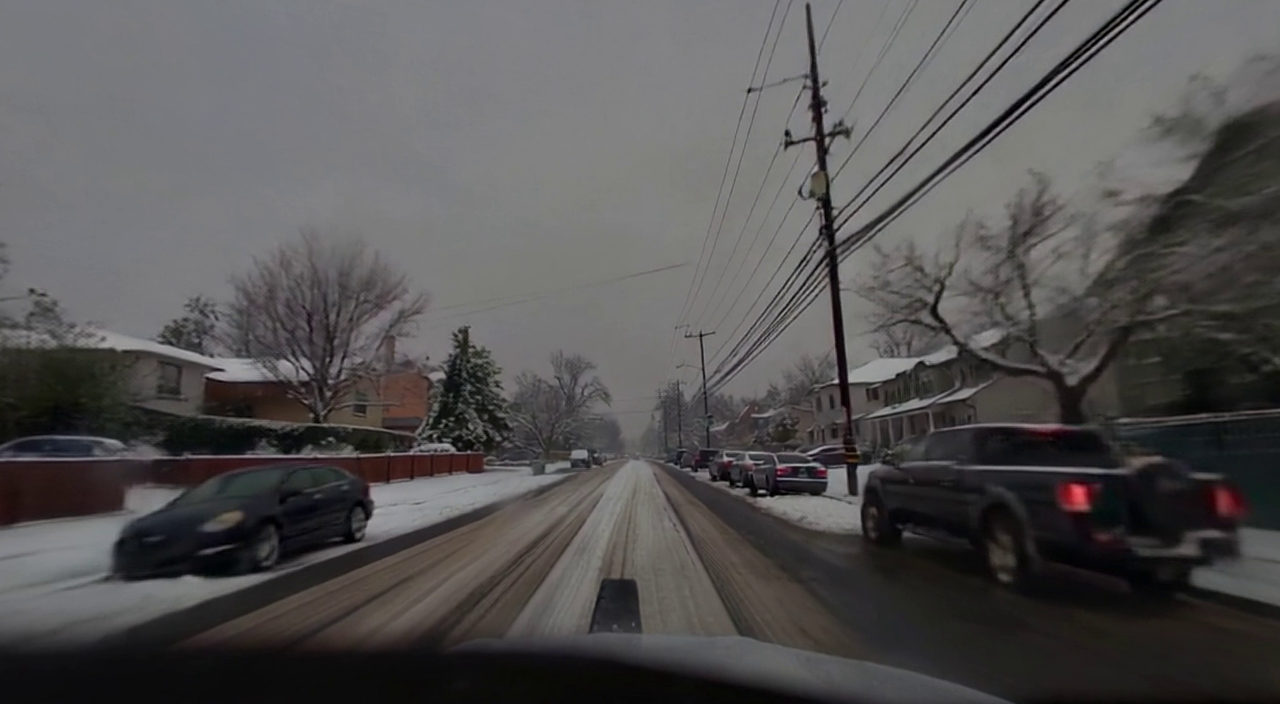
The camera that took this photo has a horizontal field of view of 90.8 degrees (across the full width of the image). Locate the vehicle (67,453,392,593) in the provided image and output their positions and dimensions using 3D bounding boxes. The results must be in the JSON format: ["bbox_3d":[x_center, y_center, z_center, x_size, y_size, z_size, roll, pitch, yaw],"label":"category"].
[{"bbox_3d":[-5.421,2.256,9.213,1.856,1.499,4.216,0,-9,1],"label":"vehicle"}]

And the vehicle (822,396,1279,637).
[{"bbox_3d":[4.542,1.766,8.142,2.462,1.894,6.076,0,-9,-1],"label":"vehicle"}]

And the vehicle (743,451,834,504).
[{"bbox_3d":[4.662,3.976,20.512,1.859,1.469,4.550,0,-9,0],"label":"vehicle"}]
